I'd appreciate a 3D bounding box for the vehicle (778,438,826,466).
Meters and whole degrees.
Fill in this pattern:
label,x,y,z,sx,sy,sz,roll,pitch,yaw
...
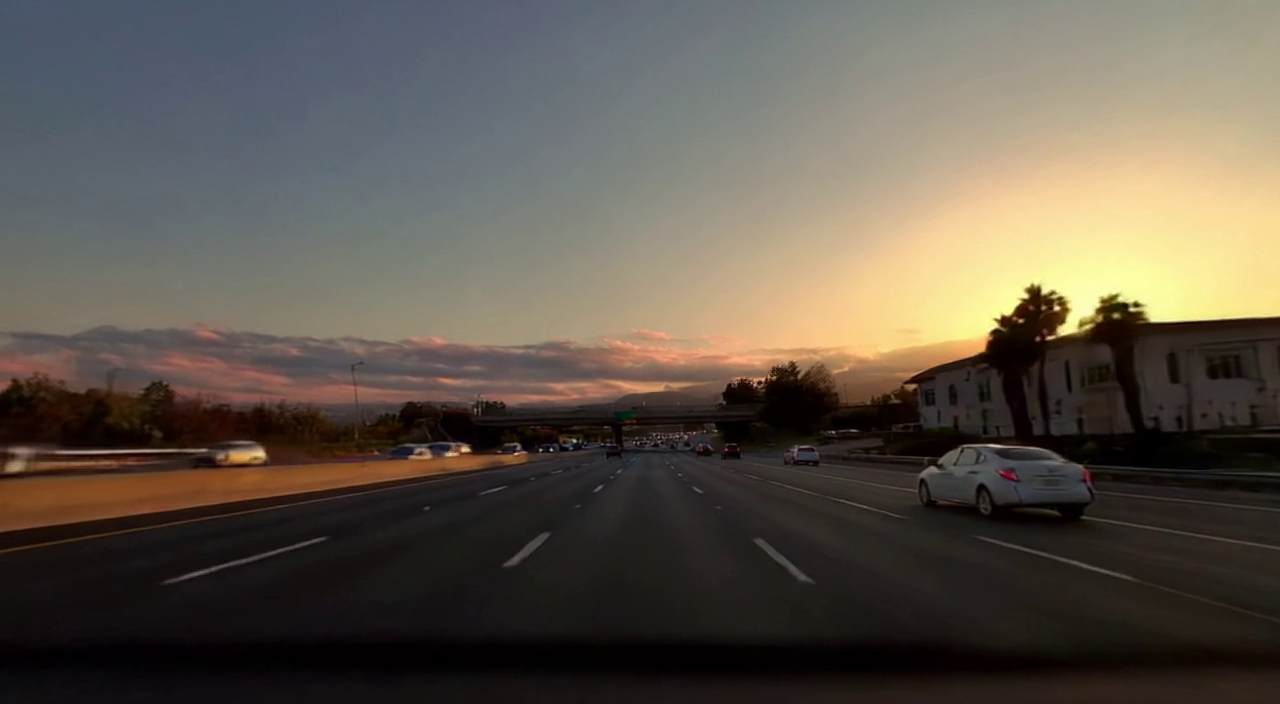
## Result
label,x,y,z,sx,sy,sz,roll,pitch,yaw
vehicle,11.758,7.295,46.155,2.168,1.861,4.678,0,-8,-1

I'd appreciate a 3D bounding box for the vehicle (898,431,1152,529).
label,x,y,z,sx,sy,sz,roll,pitch,yaw
vehicle,7.136,2.402,12.487,2.071,1.543,4.702,0,-8,0

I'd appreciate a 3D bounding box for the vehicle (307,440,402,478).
label,x,y,z,sx,sy,sz,roll,pitch,yaw
vehicle,-12.035,4.526,26.962,1.914,1.462,4.500,0,-8,1

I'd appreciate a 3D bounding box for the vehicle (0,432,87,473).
label,x,y,z,sx,sy,sz,roll,pitch,yaw
vehicle,-28.561,4.608,28.906,1.972,1.747,4.887,0,-8,0

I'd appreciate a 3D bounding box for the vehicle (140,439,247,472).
label,x,y,z,sx,sy,sz,roll,pitch,yaw
vehicle,-21.853,5.086,31.151,1.845,1.487,4.627,0,-8,1
